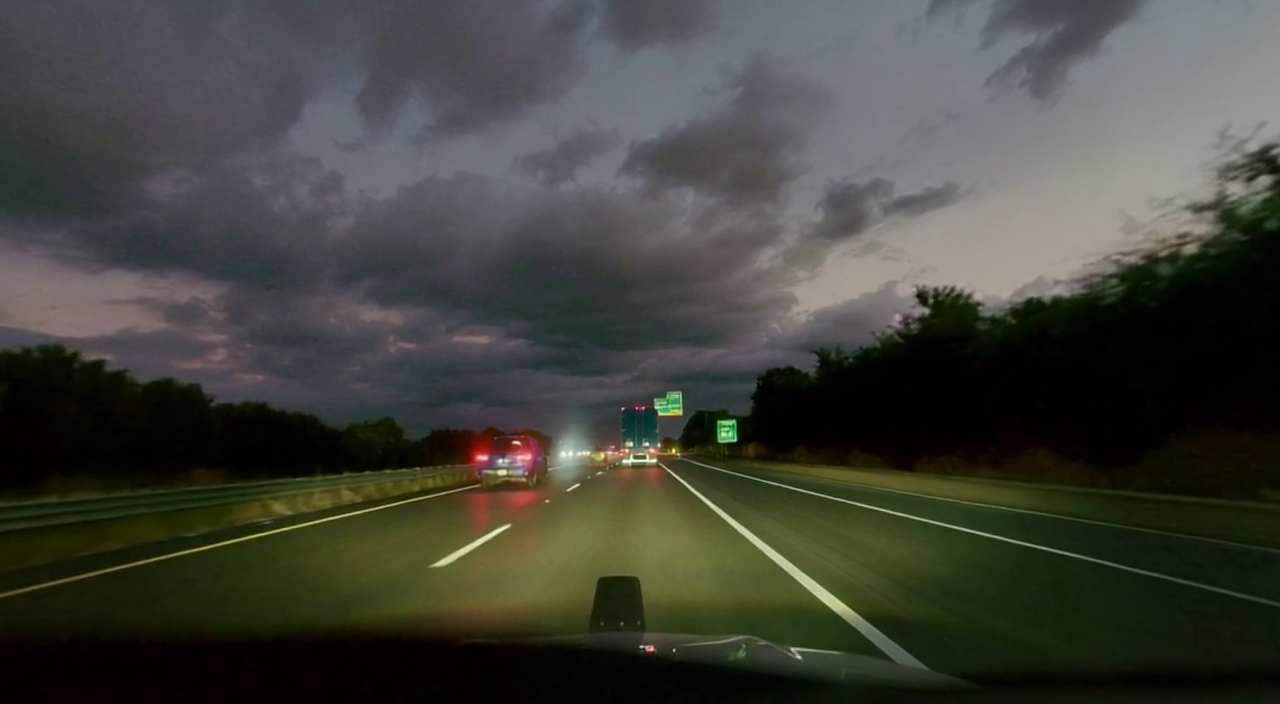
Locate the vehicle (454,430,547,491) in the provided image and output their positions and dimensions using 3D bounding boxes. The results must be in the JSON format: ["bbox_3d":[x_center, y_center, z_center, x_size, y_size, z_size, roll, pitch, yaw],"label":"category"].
[{"bbox_3d":[-4.551,3.618,21.334,2.042,1.815,4.639,0,-9,0],"label":"vehicle"}]

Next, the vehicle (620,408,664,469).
[{"bbox_3d":[0.137,6.383,46.135,2.899,3.966,10.053,0,-9,0],"label":"vehicle"}]
